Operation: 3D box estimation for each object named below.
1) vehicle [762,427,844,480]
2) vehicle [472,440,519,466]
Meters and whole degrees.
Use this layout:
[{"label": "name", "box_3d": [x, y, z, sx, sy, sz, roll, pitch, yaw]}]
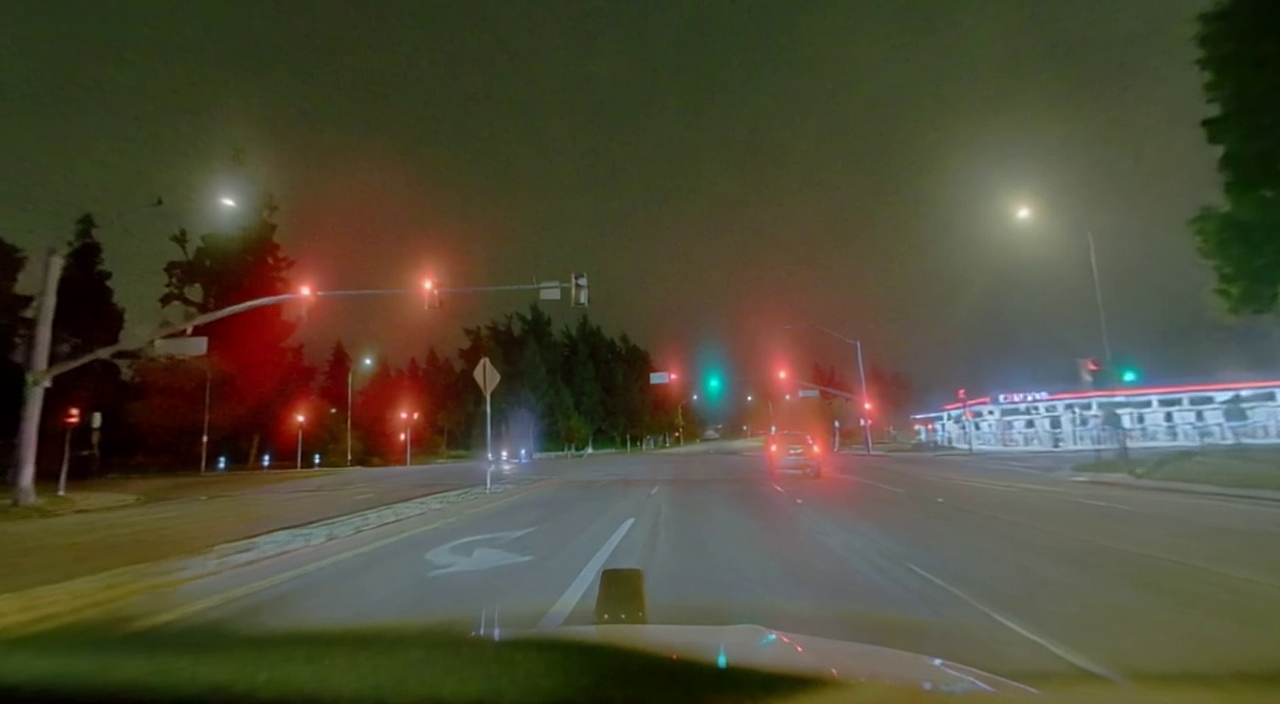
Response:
[{"label": "vehicle", "box_3d": [5.753, 3.653, 22.699, 2.090, 1.717, 4.063, -1, -9, 4]}, {"label": "vehicle", "box_3d": [-10.814, 7.574, 47.264, 2.112, 1.853, 4.516, -1, -9, 5]}]
